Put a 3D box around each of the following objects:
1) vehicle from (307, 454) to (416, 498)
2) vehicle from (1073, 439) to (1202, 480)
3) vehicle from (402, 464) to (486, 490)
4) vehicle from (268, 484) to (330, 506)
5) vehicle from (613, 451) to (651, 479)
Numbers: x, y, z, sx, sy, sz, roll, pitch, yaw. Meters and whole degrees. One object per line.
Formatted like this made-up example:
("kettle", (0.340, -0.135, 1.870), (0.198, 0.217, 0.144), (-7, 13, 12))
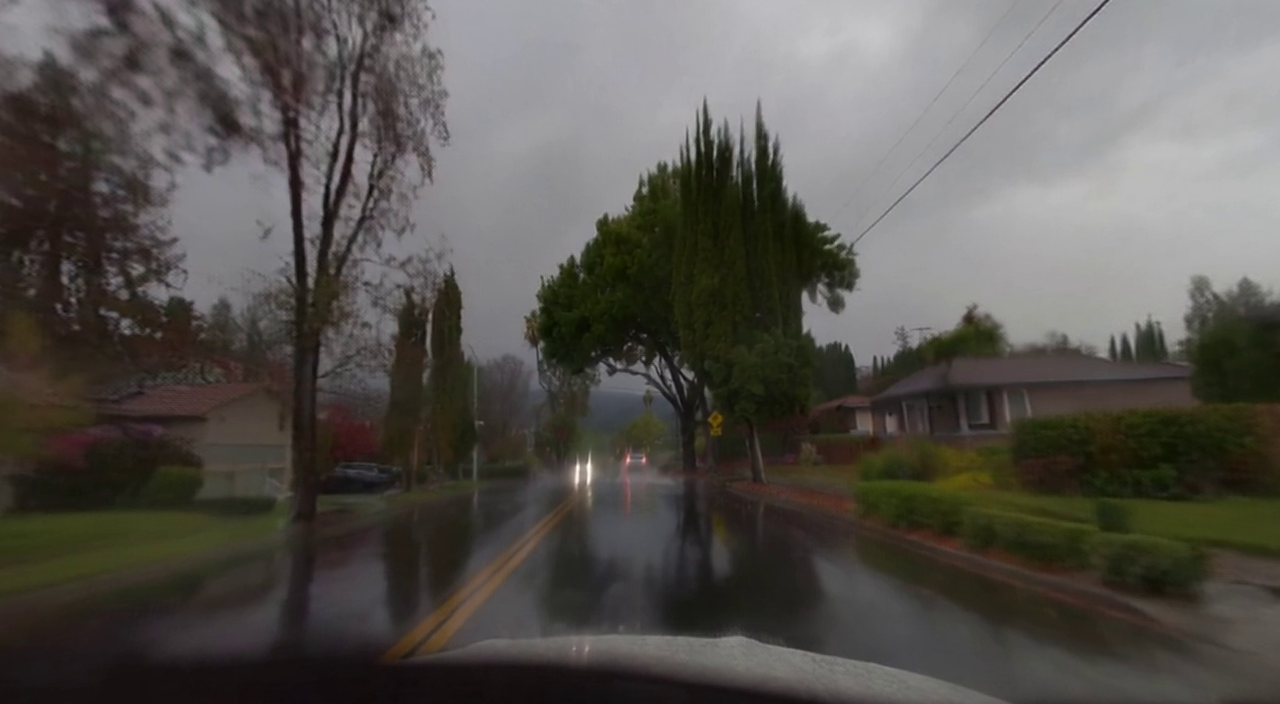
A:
("vehicle", (-17.091, 7.559, 38.935), (5.586, 2.532, 2.444), (-1, -9, 8))
("vehicle", (23.629, 5.080, 30.191), (4.330, 1.767, 1.946), (-1, -8, 16))
("vehicle", (-12.576, 8.022, 40.605), (4.676, 1.484, 2.068), (-2, -9, 12))
("vehicle", (-25.387, 10.640, 47.105), (3.733, 1.480, 1.672), (-2, -8, 10))
("vehicle", (-0.509, 6.474, 36.410), (2.022, 1.481, 4.050), (0, -9, -3))
